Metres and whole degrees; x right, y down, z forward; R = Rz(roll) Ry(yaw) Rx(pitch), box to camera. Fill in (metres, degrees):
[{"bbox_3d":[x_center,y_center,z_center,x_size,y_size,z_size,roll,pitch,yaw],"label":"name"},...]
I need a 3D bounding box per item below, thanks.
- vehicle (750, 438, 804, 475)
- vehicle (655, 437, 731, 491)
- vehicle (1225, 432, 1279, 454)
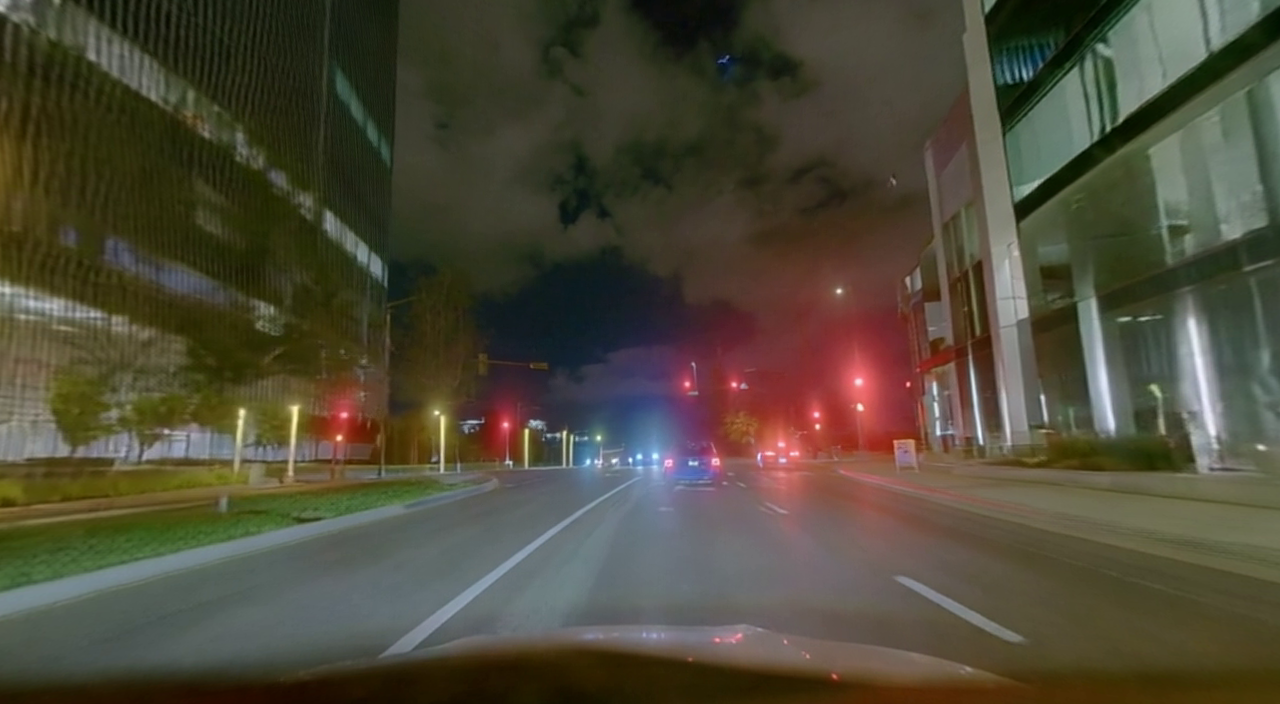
[{"bbox_3d":[6.011,4.630,28.042,1.916,1.492,3.911,-1,-9,6],"label":"vehicle"},{"bbox_3d":[1.648,3.470,19.804,2.127,1.497,4.020,-1,-9,5],"label":"vehicle"},{"bbox_3d":[46.838,6.800,47.143,3.905,1.481,1.767,-5,-11,12],"label":"vehicle"}]
